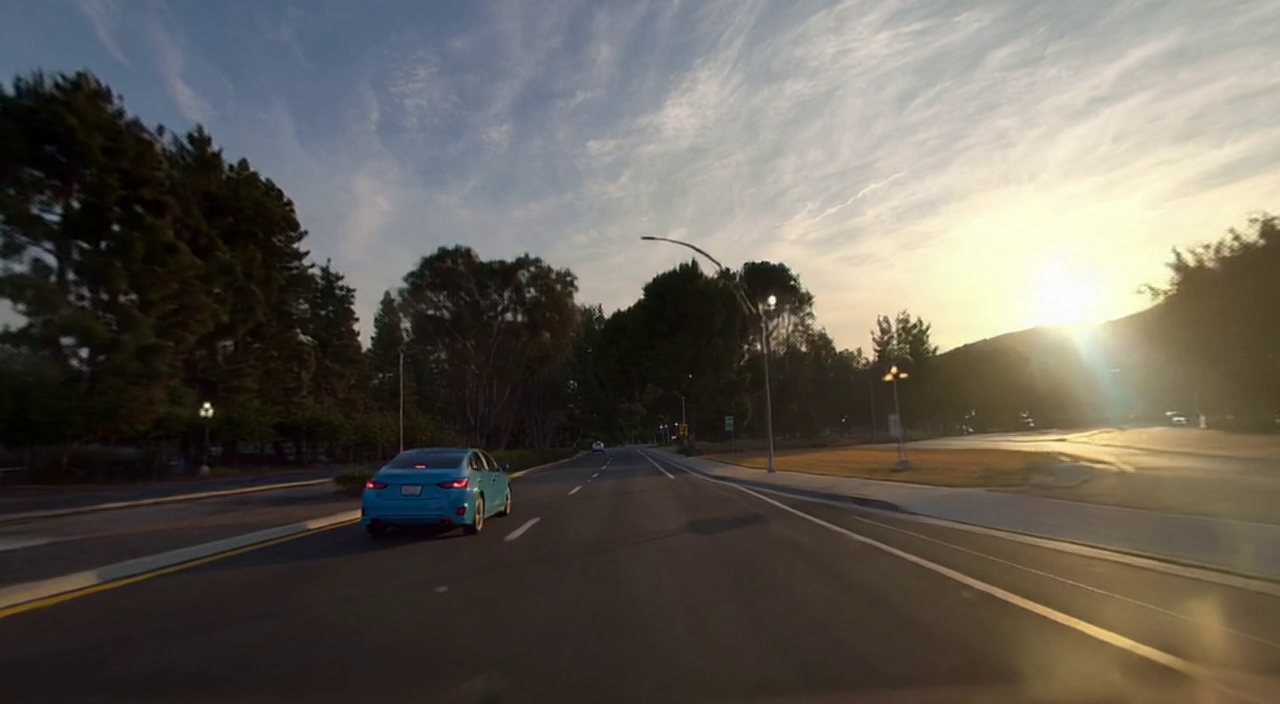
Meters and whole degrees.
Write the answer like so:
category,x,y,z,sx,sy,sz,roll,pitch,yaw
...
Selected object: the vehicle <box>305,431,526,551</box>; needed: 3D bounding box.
category,x,y,z,sx,sy,sz,roll,pitch,yaw
vehicle,-3.170,2.041,9.960,1.964,1.472,4.078,0,-8,0
